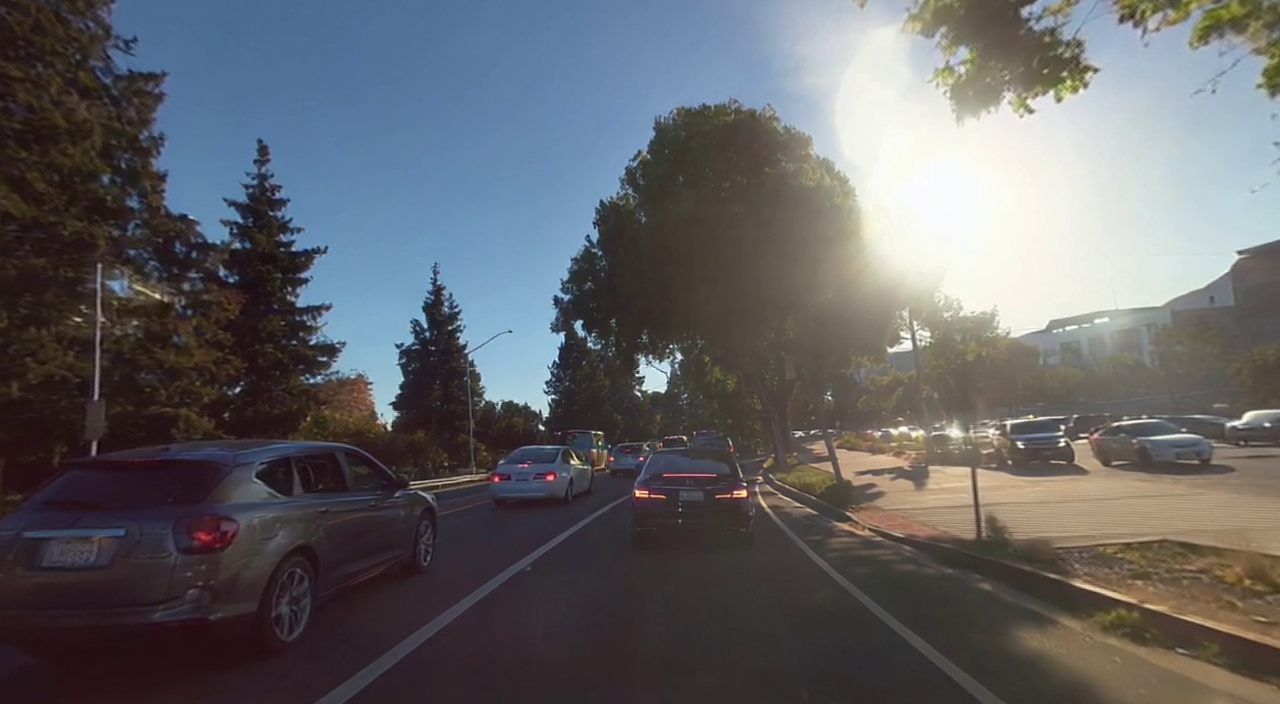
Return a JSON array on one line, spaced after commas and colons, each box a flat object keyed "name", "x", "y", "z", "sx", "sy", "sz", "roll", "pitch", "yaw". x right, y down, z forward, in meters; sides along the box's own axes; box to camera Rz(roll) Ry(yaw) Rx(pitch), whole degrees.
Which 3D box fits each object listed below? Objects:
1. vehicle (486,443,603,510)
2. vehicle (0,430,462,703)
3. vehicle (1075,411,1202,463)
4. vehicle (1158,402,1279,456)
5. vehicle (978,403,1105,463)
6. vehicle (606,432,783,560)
[{"name": "vehicle", "x": -2.282, "y": 3.121, "z": 16.291, "sx": 1.870, "sy": 1.490, "sz": 4.187, "roll": -1, "pitch": -9, "yaw": 8}, {"name": "vehicle", "x": -3.232, "y": 1.498, "z": 5.458, "sx": 1.940, "sy": 1.502, "sz": 4.241, "roll": -1, "pitch": -9, "yaw": 3}, {"name": "vehicle", "x": 17.427, "y": 3.009, "z": 22.285, "sx": 1.803, "sy": 1.518, "sz": 3.893, "roll": -7, "pitch": -9, "yaw": 12}, {"name": "vehicle", "x": 20.251, "y": 2.673, "z": 21.723, "sx": 1.902, "sy": 1.529, "sz": 3.937, "roll": -8, "pitch": -9, "yaw": 12}, {"name": "vehicle", "x": 14.271, "y": 2.984, "z": 22.759, "sx": 2.288, "sy": 1.933, "sz": 4.612, "roll": -2, "pitch": -9, "yaw": 12}, {"name": "vehicle", "x": 0.815, "y": 2.064, "z": 9.794, "sx": 2.142, "sy": 1.528, "sz": 4.133, "roll": -1, "pitch": -9, "yaw": 5}]
